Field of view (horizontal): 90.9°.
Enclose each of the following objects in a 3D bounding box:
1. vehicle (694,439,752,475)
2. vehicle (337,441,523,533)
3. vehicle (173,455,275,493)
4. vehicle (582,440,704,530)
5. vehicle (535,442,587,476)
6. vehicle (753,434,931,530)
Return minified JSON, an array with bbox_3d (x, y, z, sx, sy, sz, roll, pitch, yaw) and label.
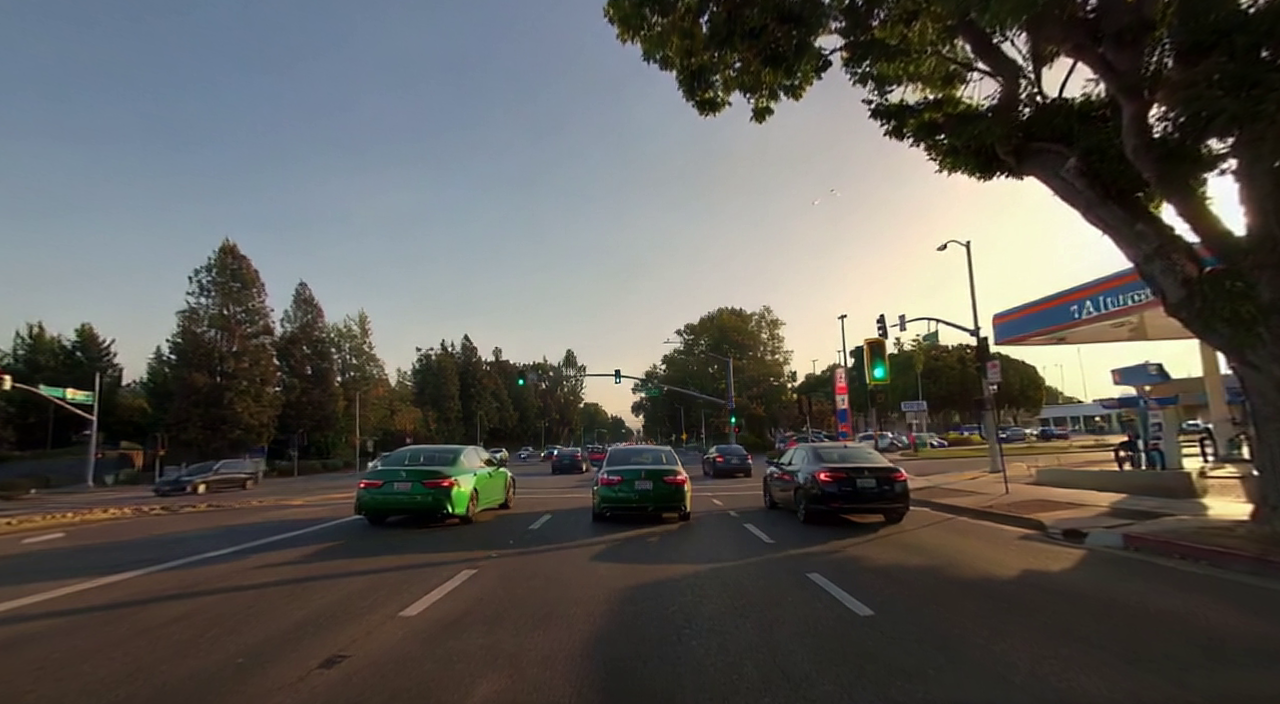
[{"bbox_3d":[3.740,4.808,29.127,1.942,1.482,4.623,0,-8,-1],"label":"vehicle"},{"bbox_3d":[-3.744,2.470,12.264,1.995,1.436,4.500,0,-8,1],"label":"vehicle"},{"bbox_3d":[-21.826,6.393,33.347,2.152,1.764,4.641,0,-8,0],"label":"vehicle"},{"bbox_3d":[0.012,2.462,12.299,1.994,1.433,3.894,0,-8,-1],"label":"vehicle"},{"bbox_3d":[-3.753,5.177,30.728,1.896,1.501,4.390,0,-8,1],"label":"vehicle"},{"bbox_3d":[3.618,2.397,12.305,1.920,1.479,4.548,0,-8,-1],"label":"vehicle"}]
